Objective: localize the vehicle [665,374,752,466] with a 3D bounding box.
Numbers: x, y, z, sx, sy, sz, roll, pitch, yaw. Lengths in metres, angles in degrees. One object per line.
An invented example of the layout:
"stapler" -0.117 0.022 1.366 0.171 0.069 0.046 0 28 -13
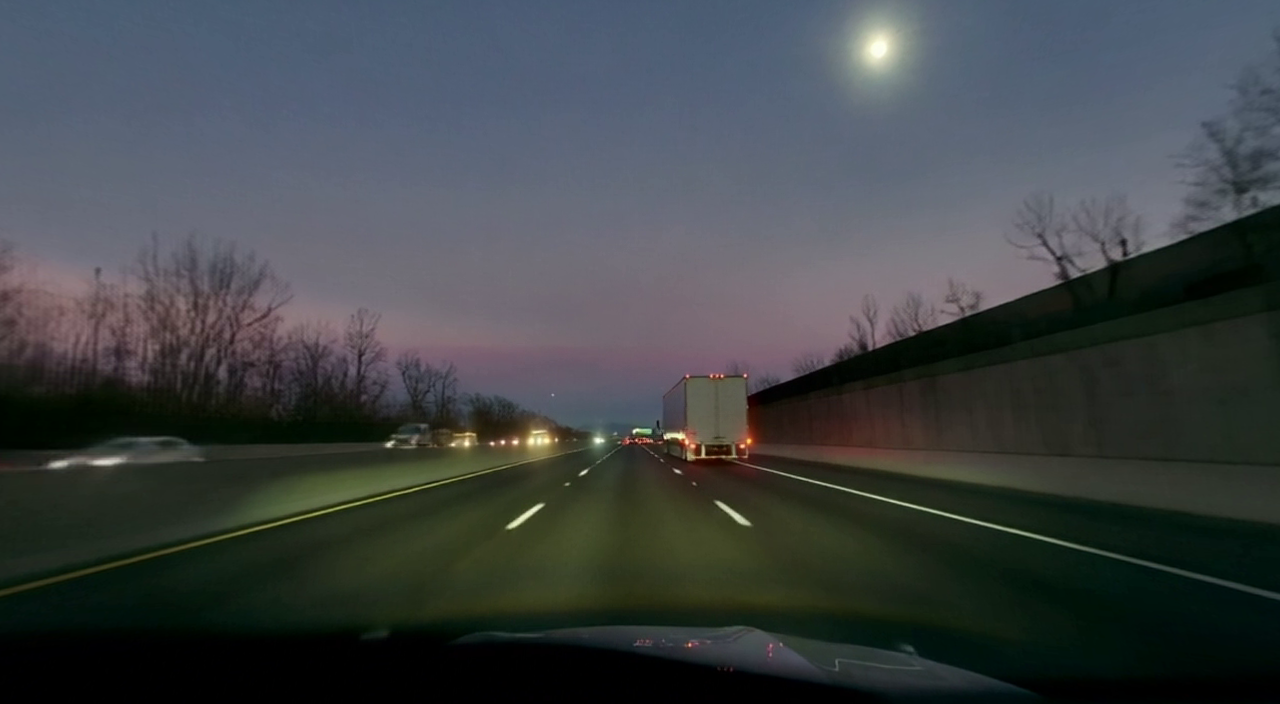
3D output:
"vehicle" 3.417 4.103 36.526 2.979 4.161 15.508 1 -7 -1

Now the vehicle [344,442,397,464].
"vehicle" -19.534 7.320 45.712 1.871 1.496 4.388 0 -8 0

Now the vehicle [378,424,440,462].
"vehicle" -16.154 6.390 44.289 2.353 2.443 5.476 0 -8 -1
